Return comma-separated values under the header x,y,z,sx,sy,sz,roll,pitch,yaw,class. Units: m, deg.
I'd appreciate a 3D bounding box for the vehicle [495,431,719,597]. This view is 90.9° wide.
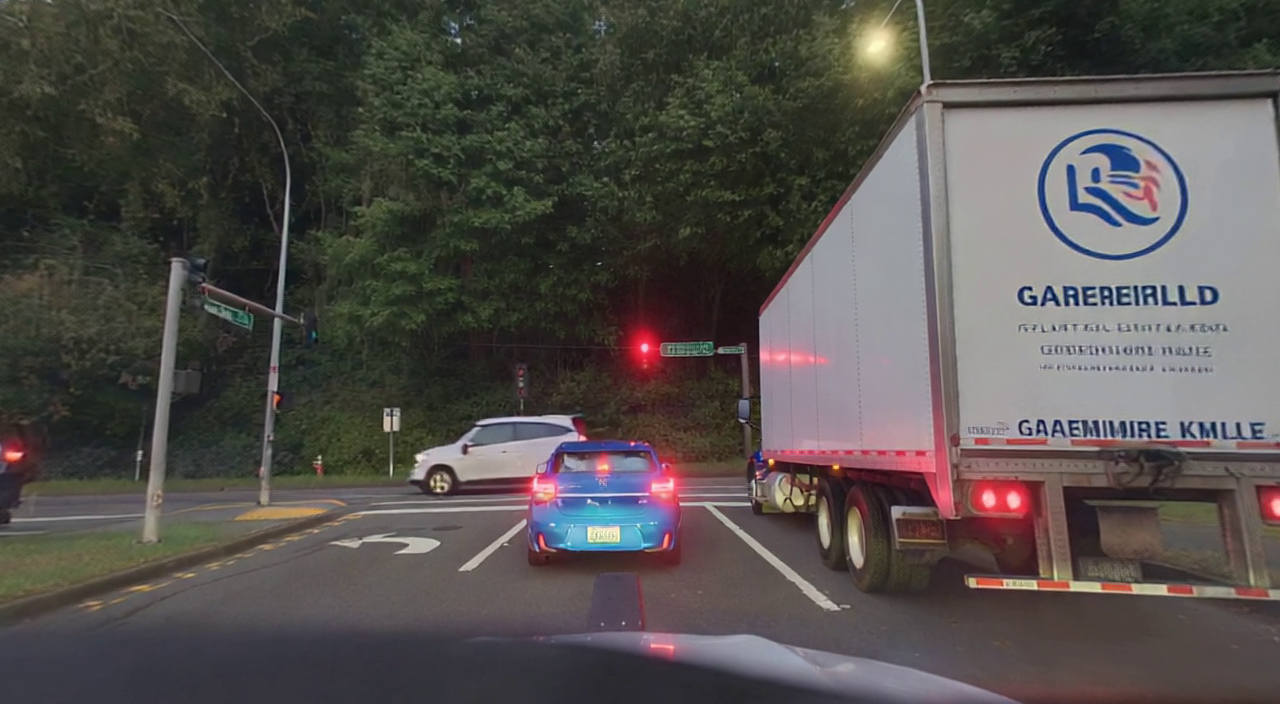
x,y,z,sx,sy,sz,roll,pitch,yaw,class
-0.327,1.714,7.424,1.975,1.457,3.526,0,-9,-1,vehicle

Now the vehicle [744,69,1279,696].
x,y,z,sx,sy,sz,roll,pitch,yaw,class
3.580,0.792,8.586,2.884,3.753,9.763,0,-9,1,vehicle

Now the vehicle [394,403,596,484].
x,y,z,sx,sy,sz,roll,pitch,yaw,class
-6.815,4.467,30.767,9.076,3.642,2.916,1,-9,-9,vehicle
